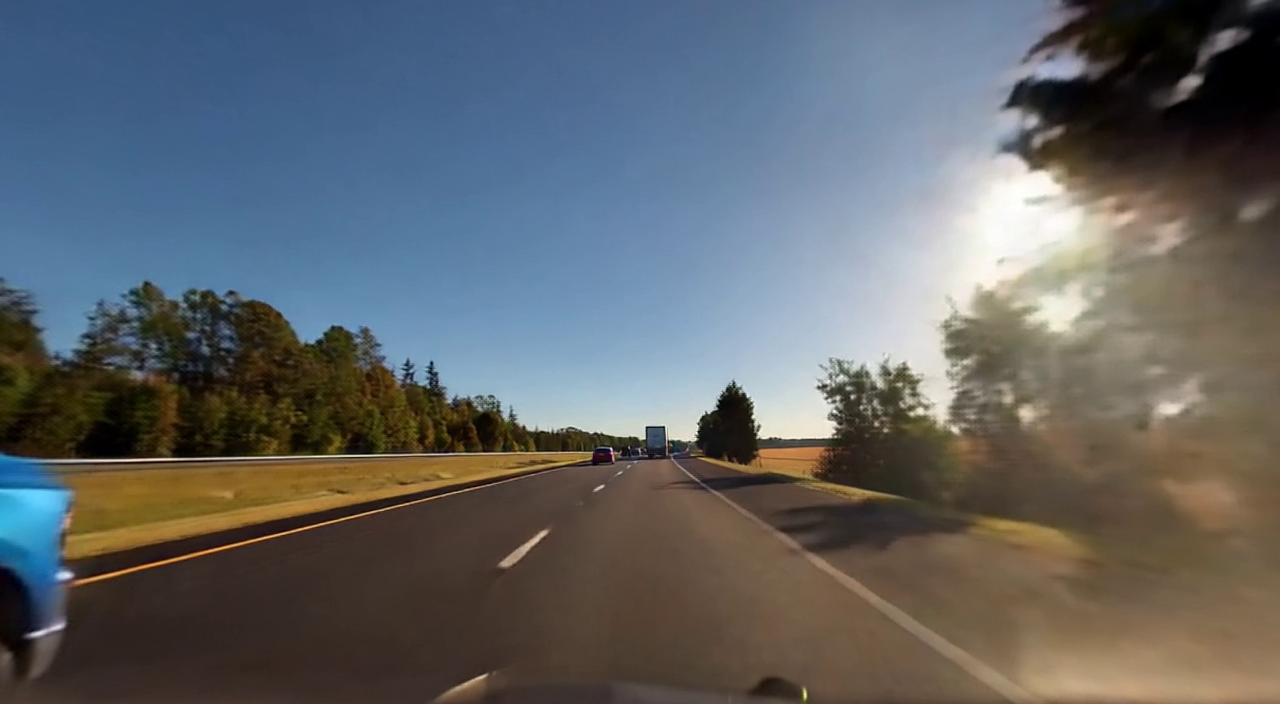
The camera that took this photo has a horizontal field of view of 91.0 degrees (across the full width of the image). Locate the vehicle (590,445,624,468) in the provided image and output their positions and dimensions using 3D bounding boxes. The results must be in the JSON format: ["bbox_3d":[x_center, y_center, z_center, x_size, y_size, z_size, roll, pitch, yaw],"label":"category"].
[{"bbox_3d":[-2.372,7.668,46.425,2.199,1.555,4.451,0,-9,1],"label":"vehicle"}]
